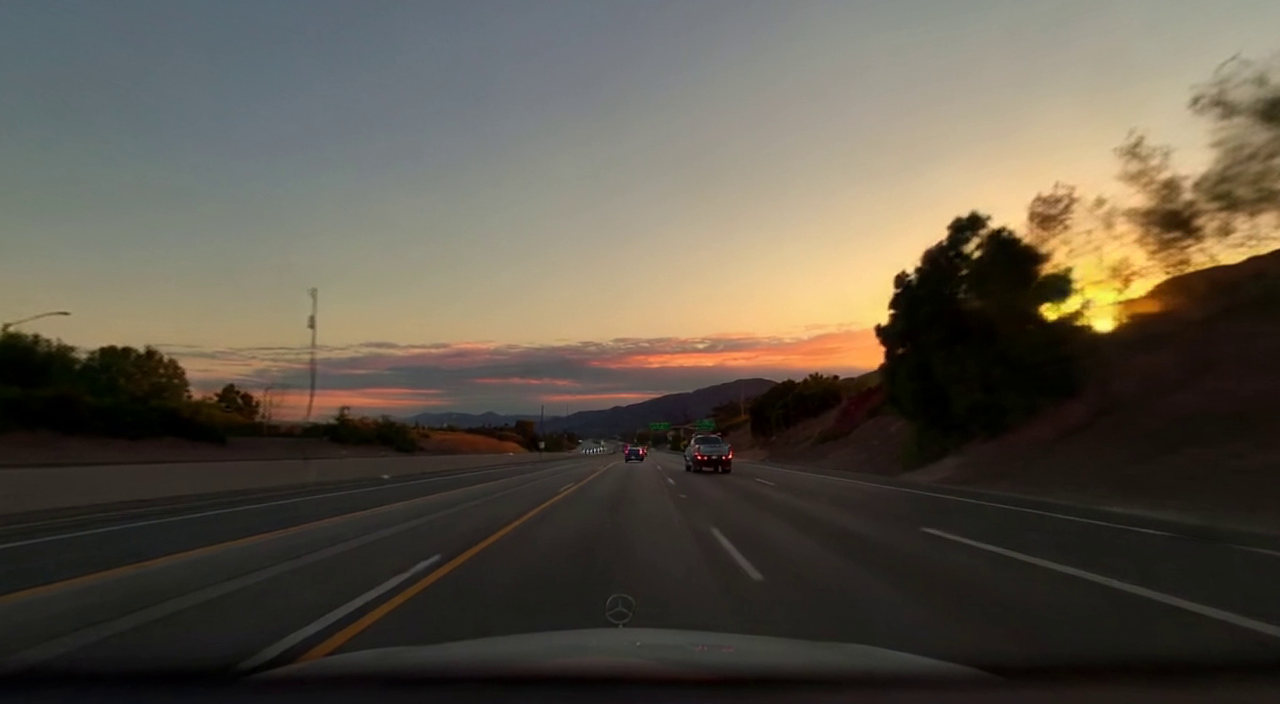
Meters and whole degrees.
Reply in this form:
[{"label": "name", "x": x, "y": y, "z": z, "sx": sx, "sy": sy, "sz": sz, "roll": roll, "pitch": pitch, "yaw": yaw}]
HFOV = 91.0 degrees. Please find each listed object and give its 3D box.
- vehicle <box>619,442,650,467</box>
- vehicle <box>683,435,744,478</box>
[{"label": "vehicle", "x": -0.373, "y": 7.399, "z": 45.641, "sx": 2.142, "sy": 1.664, "sz": 4.076, "roll": 0, "pitch": -9, "yaw": 1}, {"label": "vehicle", "x": 3.326, "y": 4.874, "z": 29.495, "sx": 2.269, "sy": 1.839, "sz": 4.554, "roll": 0, "pitch": -9, "yaw": -1}]
